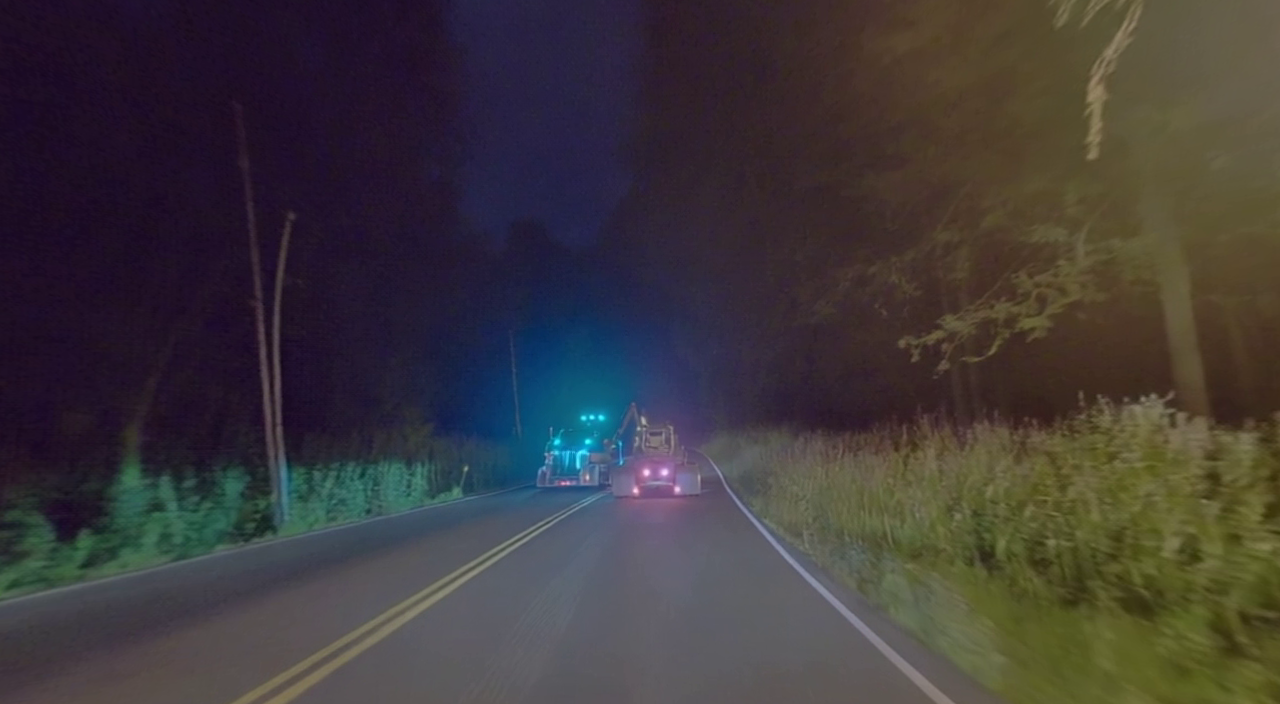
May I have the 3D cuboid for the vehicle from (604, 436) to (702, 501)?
[{"bbox_3d":[0.392,2.947,16.397,2.196,1.465,4.294,0,-8,3],"label":"vehicle"}]

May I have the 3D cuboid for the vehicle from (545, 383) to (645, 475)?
[{"bbox_3d":[-2.538,4.410,34.618,4.788,4.368,6.529,3,-11,-6],"label":"vehicle"}]
